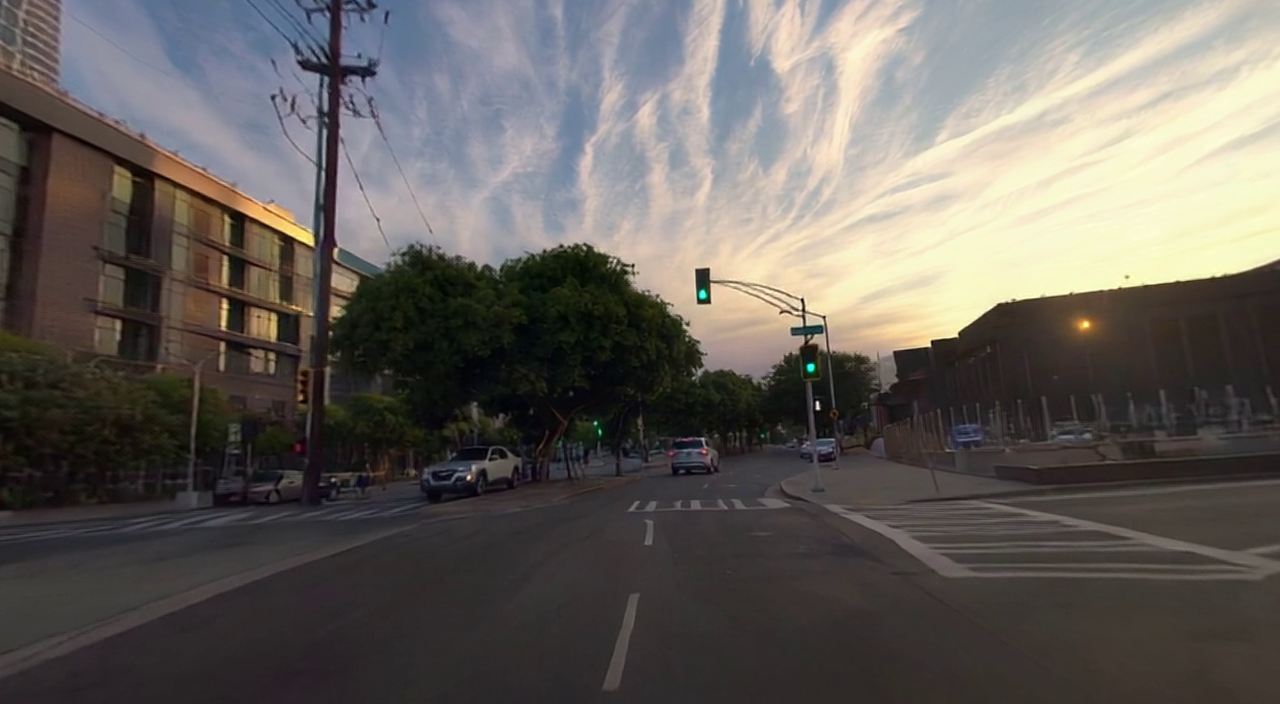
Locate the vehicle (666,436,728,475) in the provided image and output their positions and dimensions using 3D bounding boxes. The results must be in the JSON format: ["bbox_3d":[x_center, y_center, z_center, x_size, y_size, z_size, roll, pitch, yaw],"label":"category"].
[{"bbox_3d":[2.826,4.974,30.336,2.101,1.721,4.364,-3,-10,16],"label":"vehicle"}]

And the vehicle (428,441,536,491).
[{"bbox_3d":[-5.920,4.344,24.326,2.017,1.684,4.483,-3,-10,16],"label":"vehicle"}]
